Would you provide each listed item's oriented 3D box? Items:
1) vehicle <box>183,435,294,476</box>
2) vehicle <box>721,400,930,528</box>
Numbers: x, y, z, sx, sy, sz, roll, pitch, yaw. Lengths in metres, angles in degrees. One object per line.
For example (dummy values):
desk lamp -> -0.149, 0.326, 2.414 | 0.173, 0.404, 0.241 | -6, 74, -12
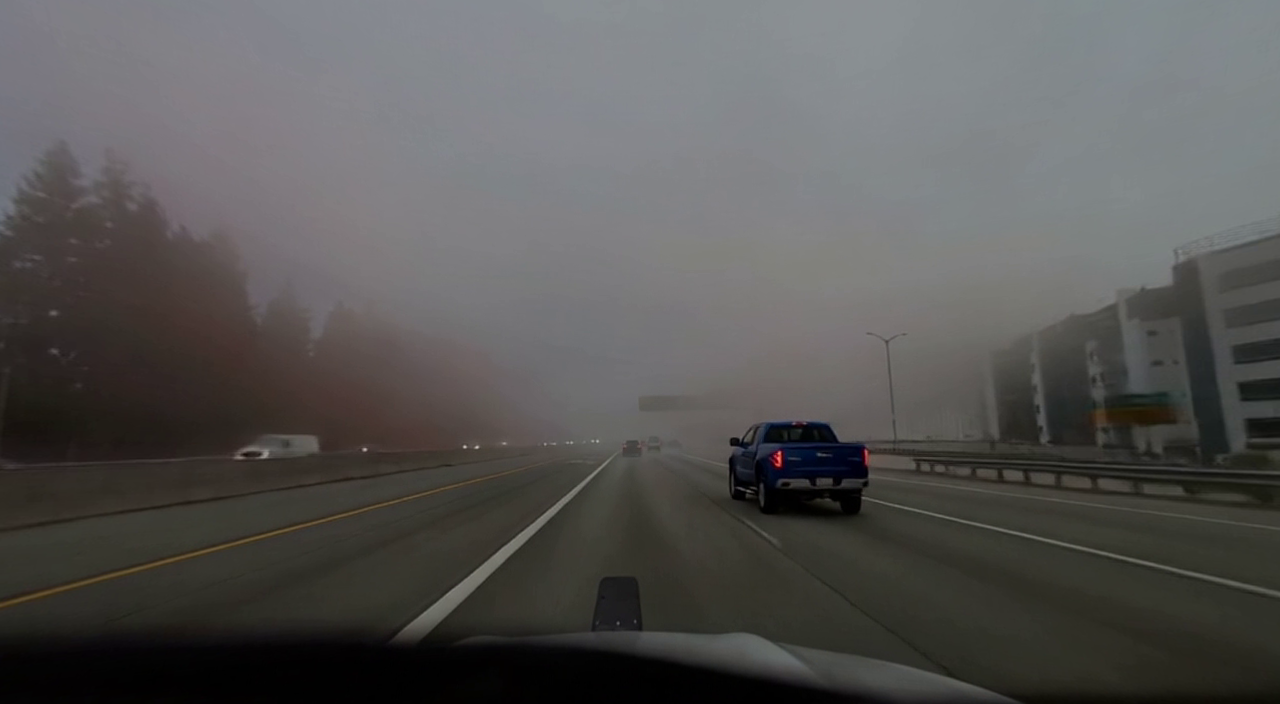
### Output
vehicle -> -19.149, 4.968, 30.501 | 2.101, 1.768, 4.942 | 0, -9, 0
vehicle -> 3.197, 2.092, 12.273 | 2.462, 1.984, 4.718 | 0, -9, -2
